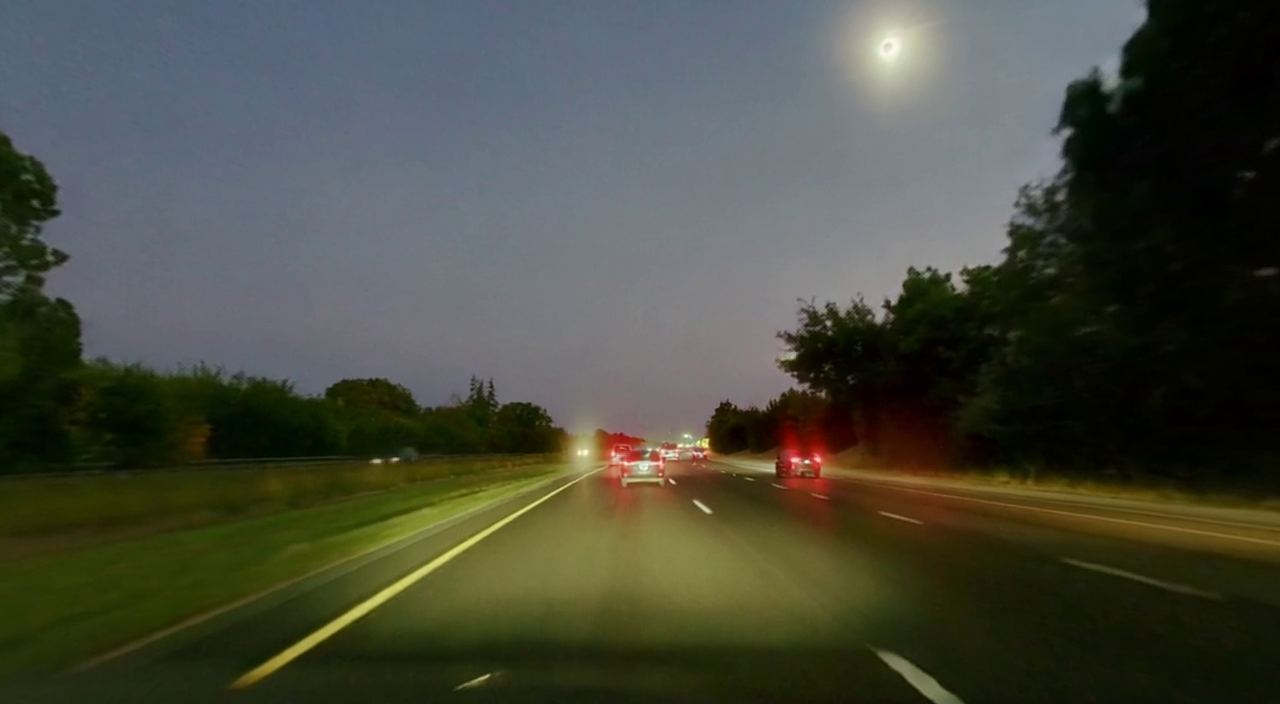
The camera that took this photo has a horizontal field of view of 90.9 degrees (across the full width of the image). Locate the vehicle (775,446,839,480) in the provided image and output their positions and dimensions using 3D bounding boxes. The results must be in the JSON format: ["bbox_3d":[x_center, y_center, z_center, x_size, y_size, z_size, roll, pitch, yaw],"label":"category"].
[{"bbox_3d":[7.873,5.242,30.050,1.926,1.483,3.528,0,-9,-3],"label":"vehicle"}]

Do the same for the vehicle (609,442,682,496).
[{"bbox_3d":[0.100,3.607,19.818,2.053,1.483,4.185,0,-9,-1],"label":"vehicle"}]

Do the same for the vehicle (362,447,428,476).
[{"bbox_3d":[-13.527,6.062,35.119,1.973,1.481,4.321,0,-9,0],"label":"vehicle"}]
